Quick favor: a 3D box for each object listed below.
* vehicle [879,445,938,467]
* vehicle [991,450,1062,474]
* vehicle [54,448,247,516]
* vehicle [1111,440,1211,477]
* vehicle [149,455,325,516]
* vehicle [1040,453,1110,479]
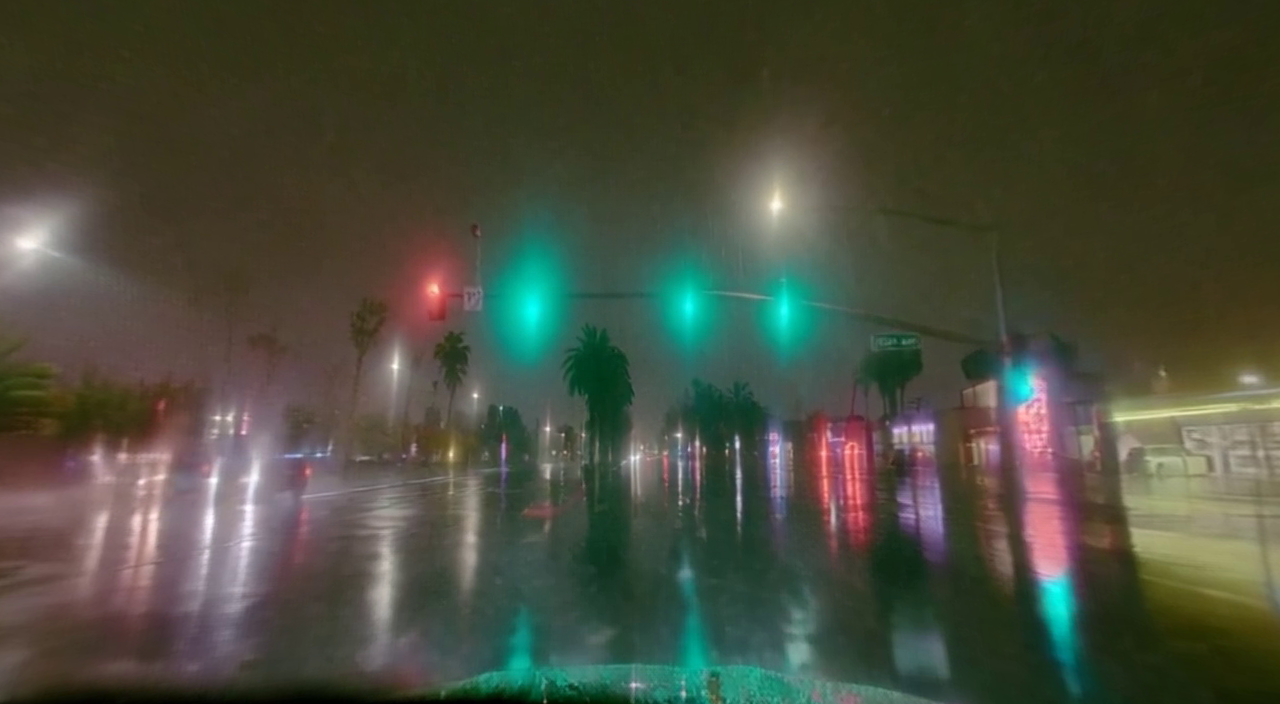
[{"bbox_3d":[20.123,7.802,47.398,3.576,1.443,1.822,-2,-8,-3],"label":"vehicle"},{"bbox_3d":[22.540,6.403,36.856,3.280,1.344,1.518,2,-9,-11],"label":"vehicle"},{"bbox_3d":[-14.563,3.840,19.298,1.976,1.758,4.986,0,-9,-2],"label":"vehicle"},{"bbox_3d":[24.470,5.015,29.697,3.381,1.424,2.059,0,-11,-22],"label":"vehicle"},{"bbox_3d":[-11.246,3.727,18.141,2.019,1.434,4.622,0,-9,0],"label":"vehicle"},{"bbox_3d":[23.457,6.118,34.098,3.142,1.270,1.464,2,-10,-21],"label":"vehicle"}]
